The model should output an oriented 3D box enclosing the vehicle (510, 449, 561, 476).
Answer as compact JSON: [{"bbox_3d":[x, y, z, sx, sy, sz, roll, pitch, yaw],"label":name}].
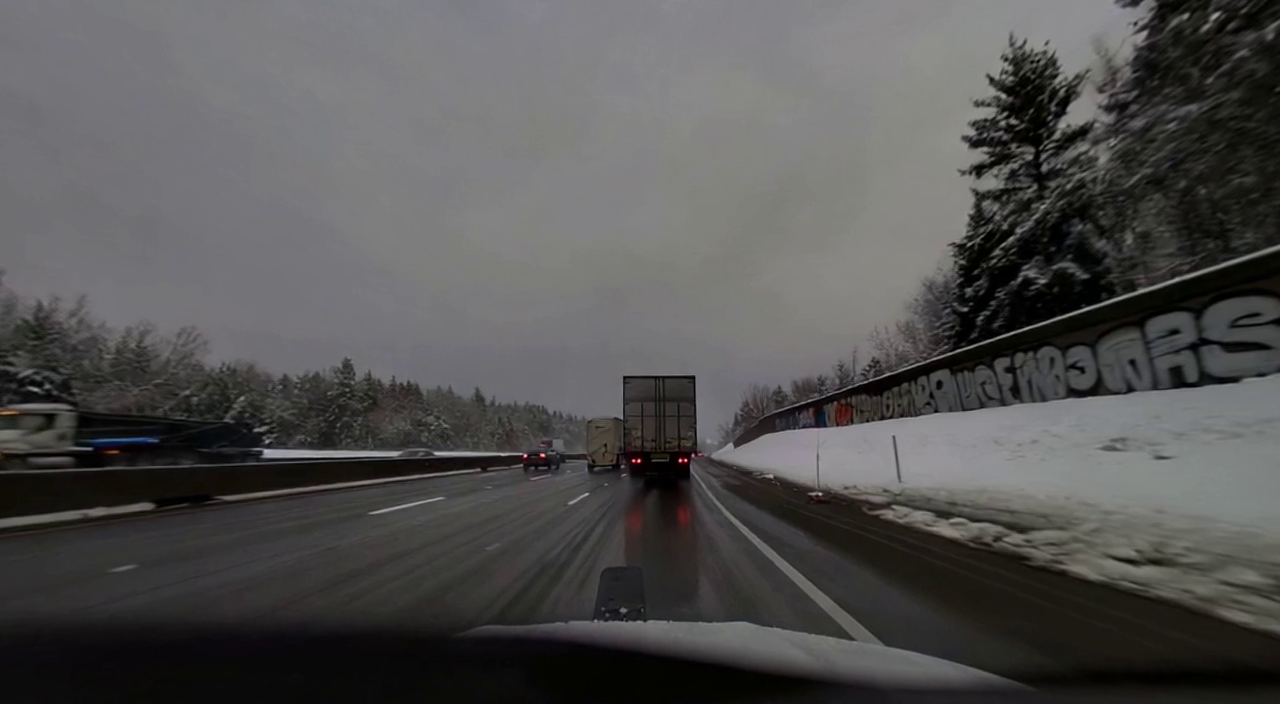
[{"bbox_3d":[-6.159,6.567,37.785,1.962,1.471,4.792,0,-9,4],"label":"vehicle"}]

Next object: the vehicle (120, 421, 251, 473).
[{"bbox_3d":[-24.519,5.184,34.379,2.602,2.581,5.506,-1,-9,6],"label":"vehicle"}]

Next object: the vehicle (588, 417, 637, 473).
[{"bbox_3d":[-1.885,6.946,46.968,2.713,3.704,9.148,0,-9,3],"label":"vehicle"}]

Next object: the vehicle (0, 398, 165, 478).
[{"bbox_3d":[-25.214,3.816,27.810,2.651,3.031,7.034,0,-9,3],"label":"vehicle"}]

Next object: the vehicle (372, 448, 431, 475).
[{"bbox_3d":[-14.724,6.753,39.101,1.910,1.554,3.915,0,-9,3],"label":"vehicle"}]

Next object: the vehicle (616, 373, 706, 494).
[{"bbox_3d":[1.009,3.554,26.723,2.997,4.069,10.871,0,-9,3],"label":"vehicle"}]
